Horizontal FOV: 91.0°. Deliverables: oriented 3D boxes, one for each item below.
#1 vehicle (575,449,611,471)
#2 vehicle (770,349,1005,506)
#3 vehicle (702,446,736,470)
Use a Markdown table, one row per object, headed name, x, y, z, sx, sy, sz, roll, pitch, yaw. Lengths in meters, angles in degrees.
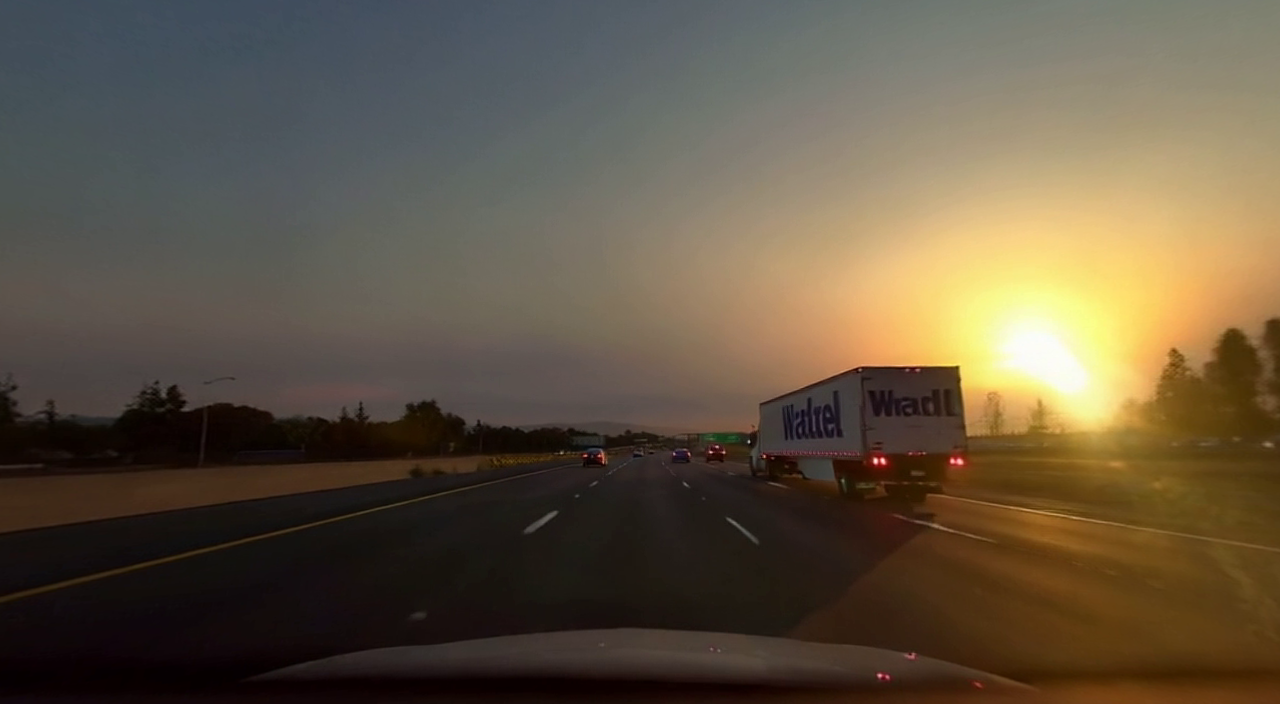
| name | x | y | z | sx | sy | sz | roll | pitch | yaw |
| --- | --- | --- | --- | --- | --- | --- | --- | --- | --- |
| vehicle | -3.357 | 7.813 | 45.925 | 2.164 | 1.507 | 4.748 | 0 | -9 | 1 |
| vehicle | 8.138 | 3.147 | 24.462 | 2.912 | 4.143 | 15.538 | 0 | -9 | 0 |
| vehicle | 5.995 | 8.112 | 48.405 | 2.188 | 1.727 | 4.381 | 0 | -9 | 2 |
